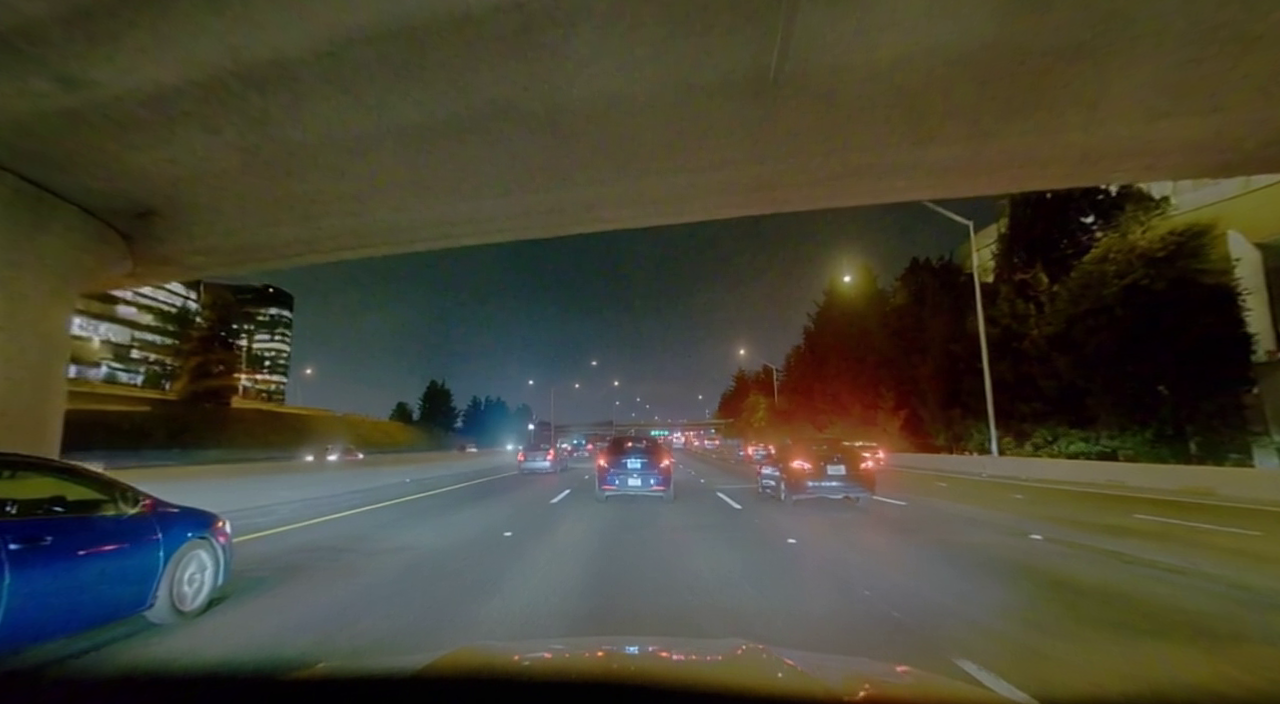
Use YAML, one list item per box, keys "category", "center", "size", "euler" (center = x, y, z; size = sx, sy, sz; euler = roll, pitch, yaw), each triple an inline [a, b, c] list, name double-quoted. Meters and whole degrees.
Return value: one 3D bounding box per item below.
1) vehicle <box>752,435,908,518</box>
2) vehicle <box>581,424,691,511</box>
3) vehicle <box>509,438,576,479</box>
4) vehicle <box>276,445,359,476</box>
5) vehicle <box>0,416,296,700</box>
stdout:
- category: "vehicle"
  center: [3.936, 2.660, 14.007]
  size: [2.031, 1.492, 4.577]
  euler: [0, -9, 0]
- category: "vehicle"
  center: [-0.054, 2.596, 14.547]
  size: [2.181, 1.697, 4.021]
  euler: [0, -9, 1]
- category: "vehicle"
  center: [-3.921, 4.351, 26.044]
  size: [1.947, 1.516, 4.295]
  euler: [0, -9, 1]
- category: "vehicle"
  center: [-17.650, 5.948, 34.774]
  size: [1.931, 1.528, 4.799]
  euler: [0, -9, 1]
- category: "vehicle"
  center: [-4.351, 1.155, 3.826]
  size: [1.974, 1.478, 4.412]
  euler: [0, -9, 0]
